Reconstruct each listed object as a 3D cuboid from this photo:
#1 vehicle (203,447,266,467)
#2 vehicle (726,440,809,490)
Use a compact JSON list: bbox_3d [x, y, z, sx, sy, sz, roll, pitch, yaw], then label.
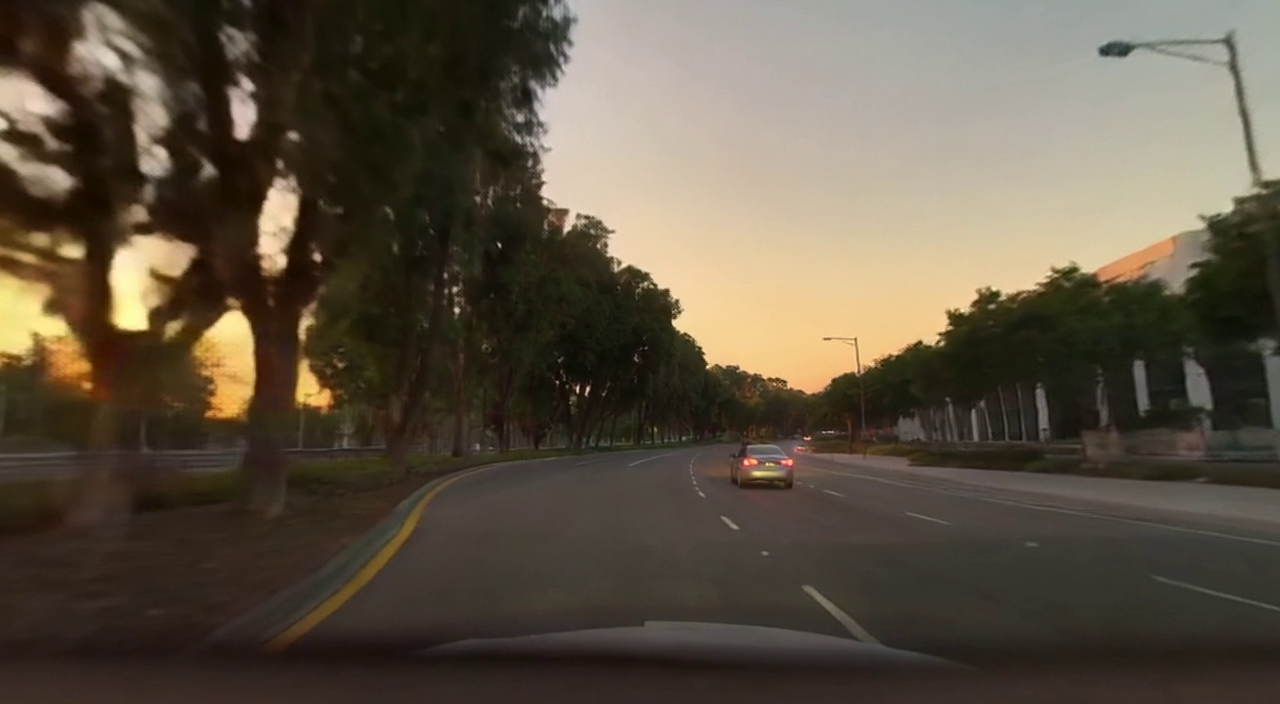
[{"bbox_3d":[-30.797,7.977,48.132,1.800,1.479,4.066,0,-9,6],"label":"vehicle"},{"bbox_3d":[4.126,3.731,21.214,1.928,1.481,4.453,0,-9,1],"label":"vehicle"}]
